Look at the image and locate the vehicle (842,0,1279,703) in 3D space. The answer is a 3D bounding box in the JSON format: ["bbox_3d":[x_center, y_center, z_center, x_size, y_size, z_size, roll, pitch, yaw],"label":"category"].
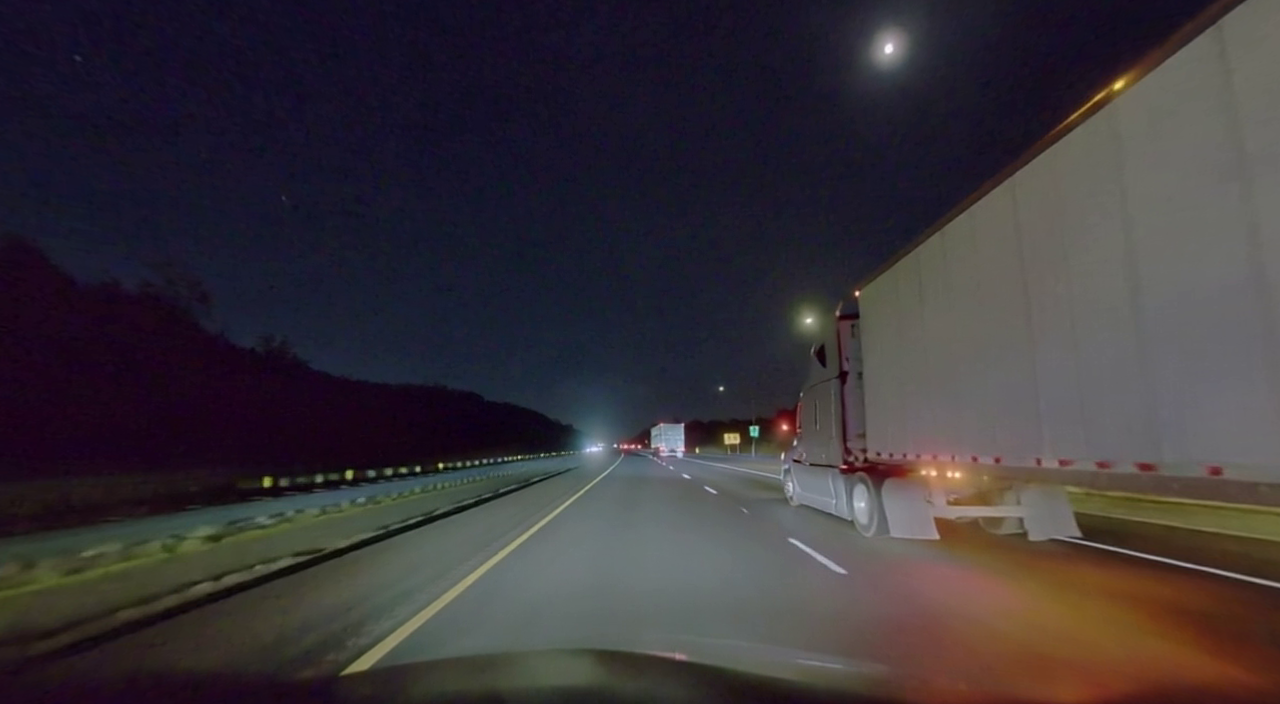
[{"bbox_3d":[4.396,-0.079,3.350,3.107,3.718,10.231,0,-9,-1],"label":"vehicle"}]
